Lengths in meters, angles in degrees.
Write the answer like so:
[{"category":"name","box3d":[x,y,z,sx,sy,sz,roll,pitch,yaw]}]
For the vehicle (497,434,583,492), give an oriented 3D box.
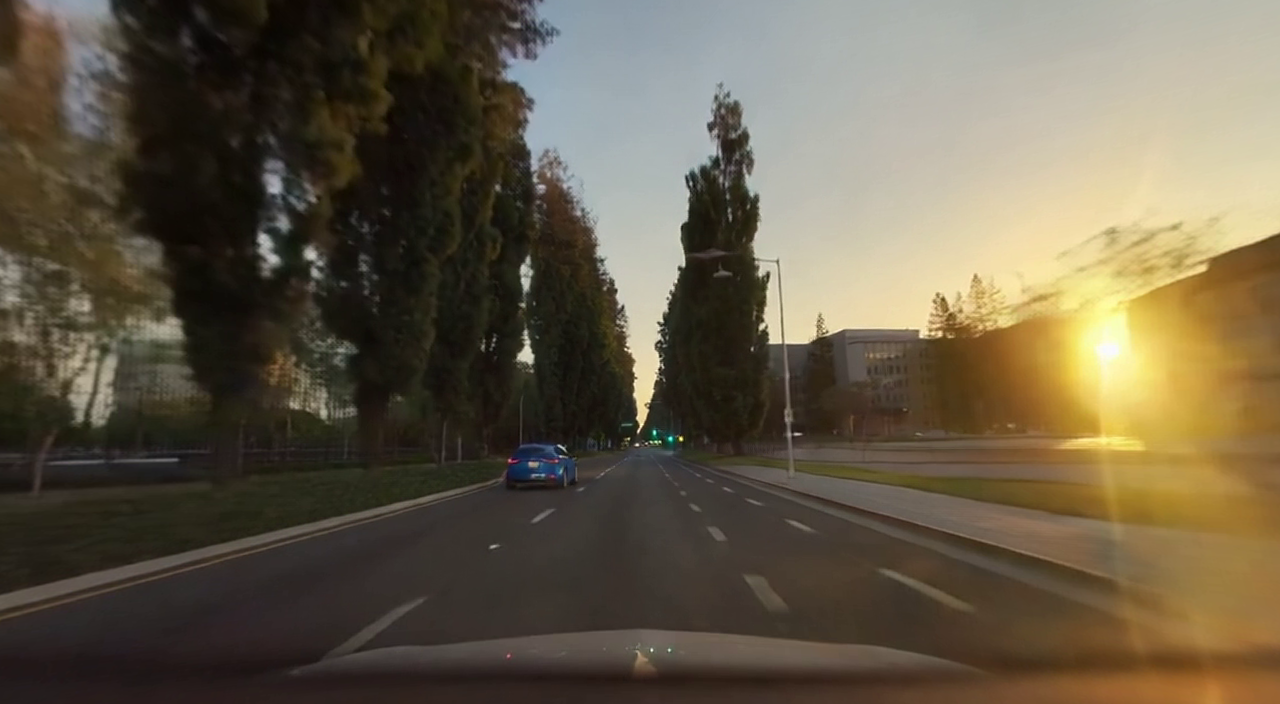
[{"category":"vehicle","box3d":[-3.217,3.660,21.232,2.121,1.724,4.392,0,-9,1]}]
